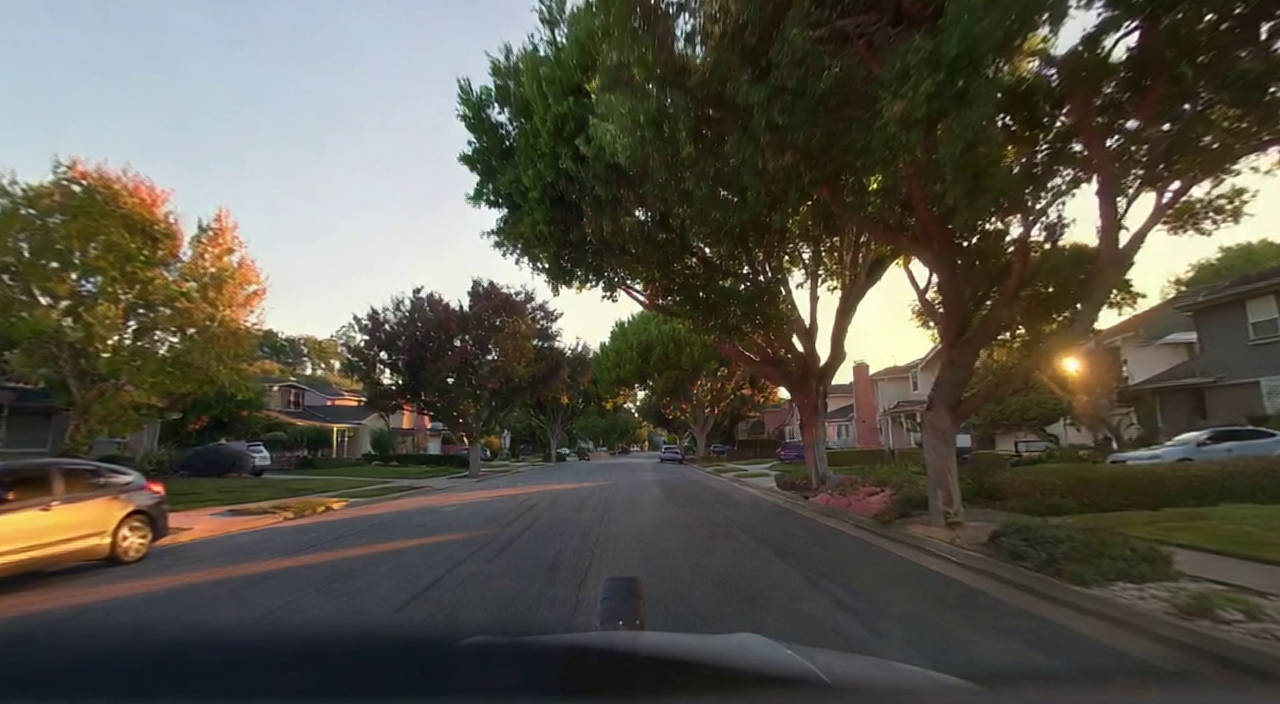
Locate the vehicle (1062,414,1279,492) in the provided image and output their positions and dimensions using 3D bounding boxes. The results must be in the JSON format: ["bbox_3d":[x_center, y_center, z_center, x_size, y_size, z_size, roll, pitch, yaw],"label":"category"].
[{"bbox_3d":[12.676,2.369,14.746,4.499,1.591,1.988,-7,-11,31],"label":"vehicle"}]

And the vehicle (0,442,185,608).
[{"bbox_3d":[-6.950,1.728,6.257,1.860,1.498,3.969,-3,-7,2],"label":"vehicle"}]

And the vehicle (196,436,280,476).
[{"bbox_3d":[-17.620,4.558,27.940,1.957,1.602,4.326,3,-9,-16],"label":"vehicle"}]
